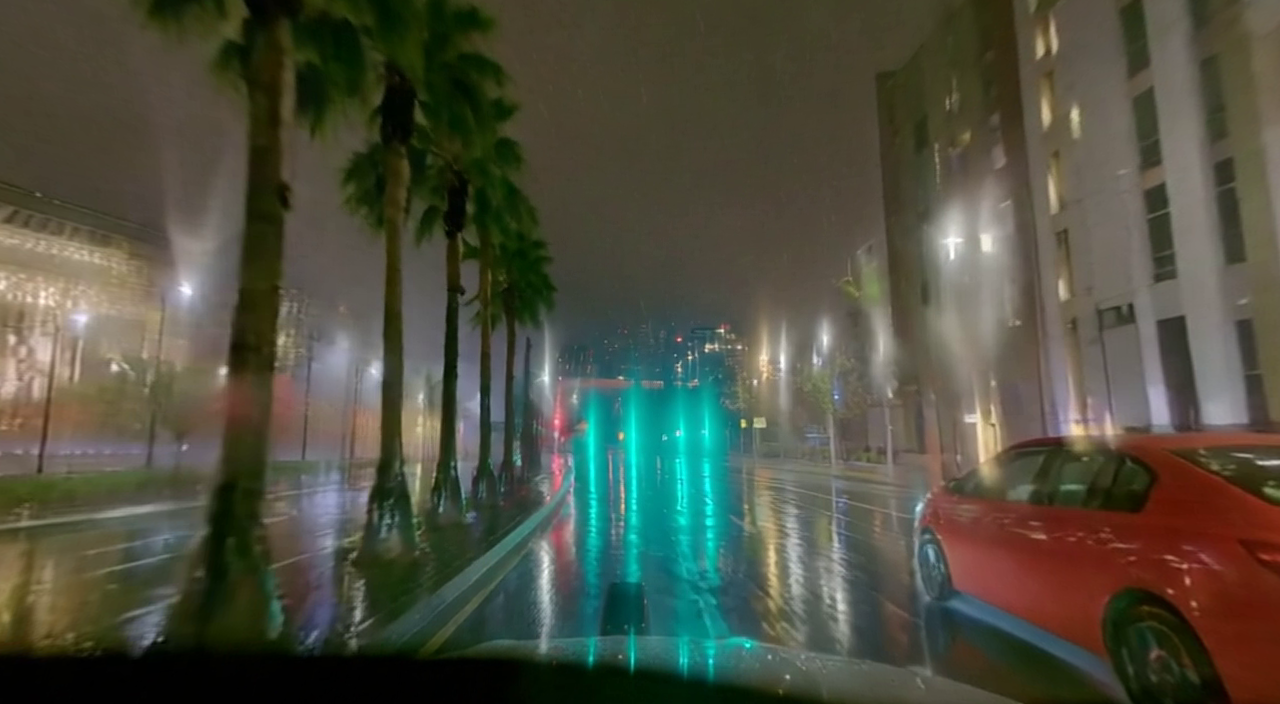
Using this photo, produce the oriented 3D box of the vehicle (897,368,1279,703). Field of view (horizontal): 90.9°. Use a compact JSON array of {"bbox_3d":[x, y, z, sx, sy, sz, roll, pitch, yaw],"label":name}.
[{"bbox_3d":[3.127,0.965,3.050,1.867,1.554,4.301,0,-8,-1],"label":"vehicle"}]
